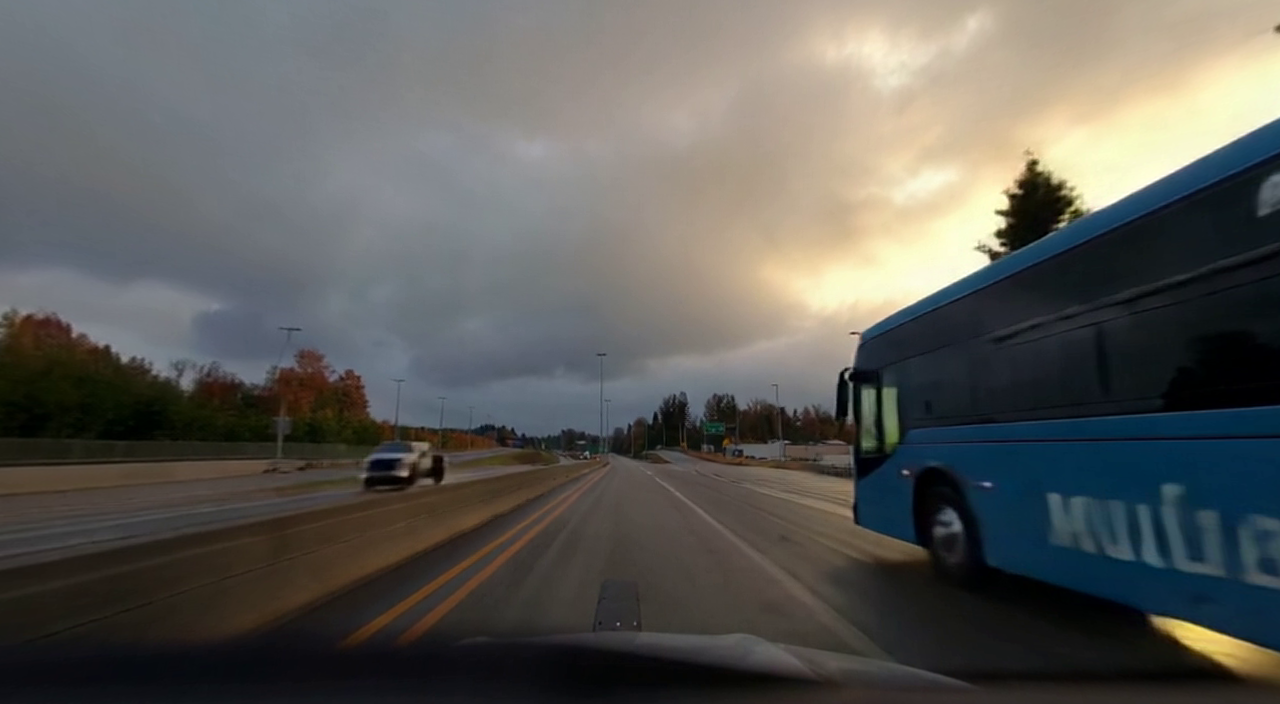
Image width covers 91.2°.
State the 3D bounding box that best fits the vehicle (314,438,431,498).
[{"bbox_3d":[-9.036,3.942,21.711,2.033,1.845,4.537,0,-9,0],"label":"vehicle"}]
